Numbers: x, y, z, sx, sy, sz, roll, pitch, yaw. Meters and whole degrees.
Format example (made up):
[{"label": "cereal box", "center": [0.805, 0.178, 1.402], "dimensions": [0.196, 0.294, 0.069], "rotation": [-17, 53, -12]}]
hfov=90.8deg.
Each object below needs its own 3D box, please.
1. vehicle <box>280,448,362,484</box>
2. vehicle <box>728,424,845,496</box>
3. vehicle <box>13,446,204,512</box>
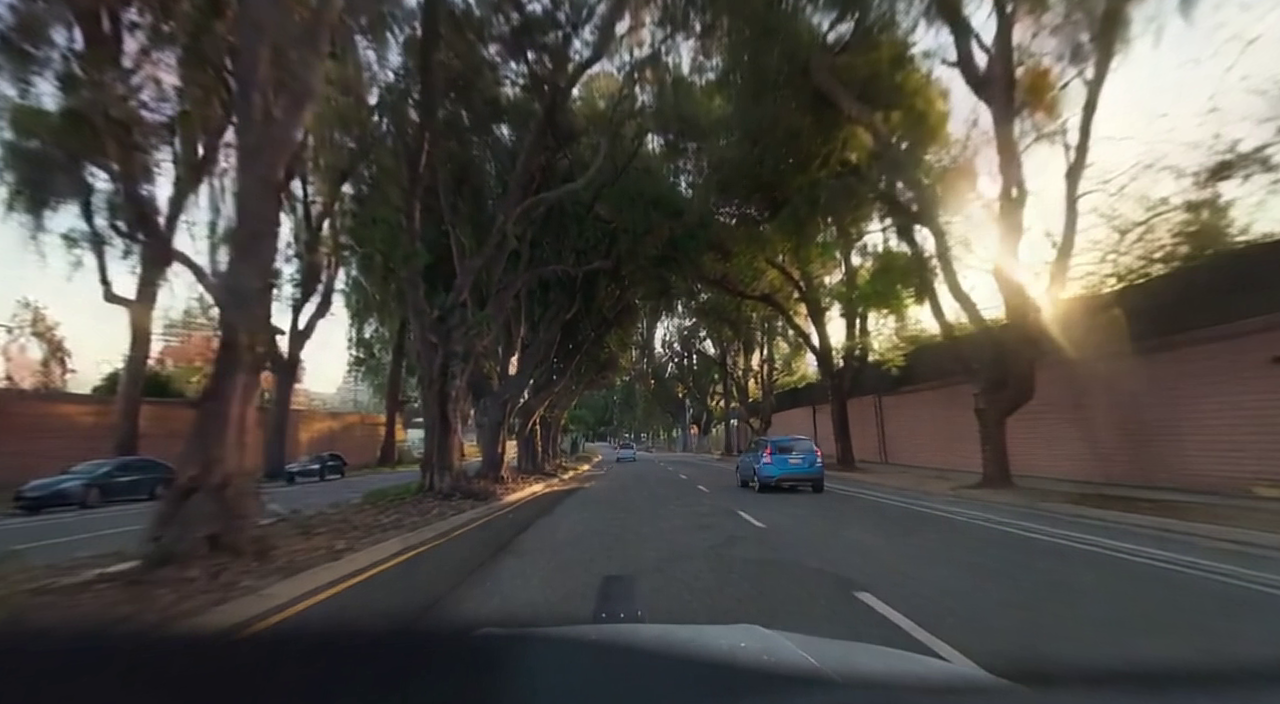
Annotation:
[{"label": "vehicle", "center": [-17.161, 6.120, 34.310], "dimensions": [1.983, 1.786, 4.756], "rotation": [-1, -8, 0]}, {"label": "vehicle", "center": [3.970, 3.025, 18.010], "dimensions": [2.155, 1.752, 4.456], "rotation": [0, -8, -1]}, {"label": "vehicle", "center": [-17.535, 4.143, 21.313], "dimensions": [2.075, 1.909, 5.064], "rotation": [0, -8, -1]}]
